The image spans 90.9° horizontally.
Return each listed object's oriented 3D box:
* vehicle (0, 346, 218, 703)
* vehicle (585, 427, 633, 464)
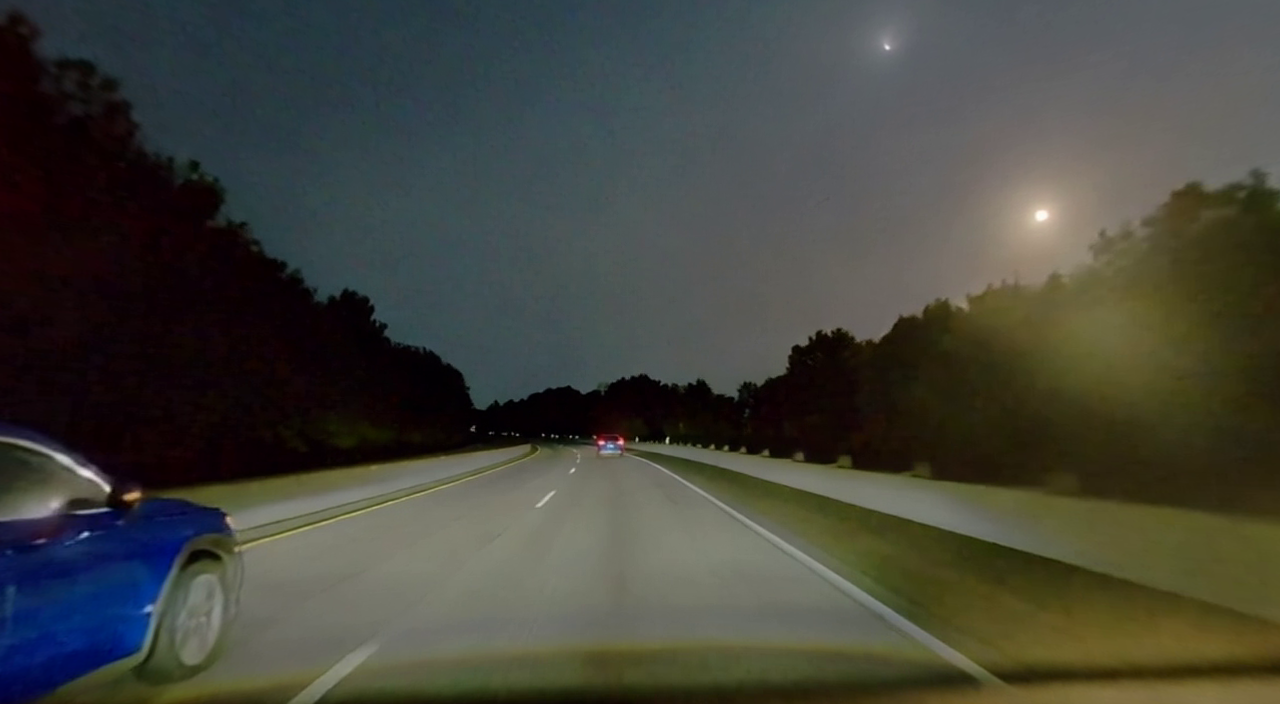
[{"bbox_3d":[-4.174,0.785,2.253,2.053,1.847,4.760,0,-8,-1],"label":"vehicle"},{"bbox_3d":[-1.723,5.071,34.308,2.452,1.857,4.022,1,-8,-4],"label":"vehicle"}]
